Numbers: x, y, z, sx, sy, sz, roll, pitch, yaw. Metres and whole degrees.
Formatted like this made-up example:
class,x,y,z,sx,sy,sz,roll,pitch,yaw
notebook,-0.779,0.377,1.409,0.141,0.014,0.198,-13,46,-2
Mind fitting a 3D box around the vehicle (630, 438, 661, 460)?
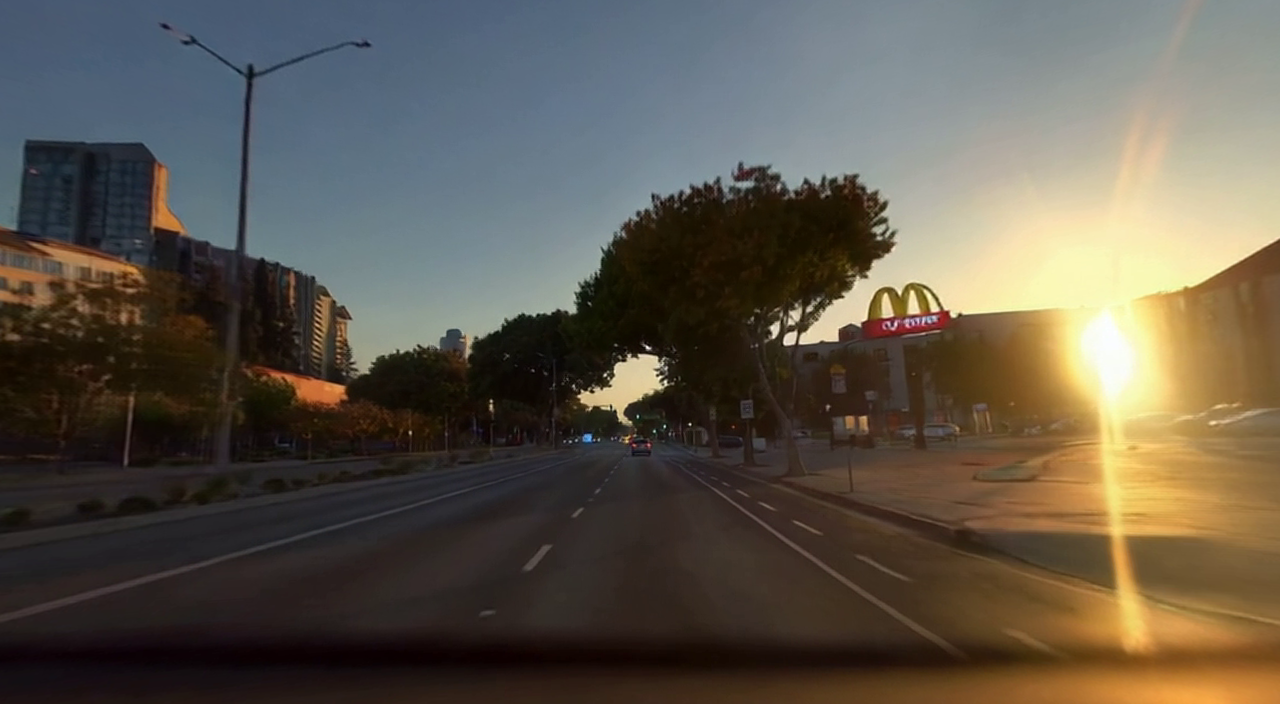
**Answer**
class,x,y,z,sx,sy,sz,roll,pitch,yaw
vehicle,0.343,6.799,44.510,2.115,1.461,3.976,0,-8,-1
